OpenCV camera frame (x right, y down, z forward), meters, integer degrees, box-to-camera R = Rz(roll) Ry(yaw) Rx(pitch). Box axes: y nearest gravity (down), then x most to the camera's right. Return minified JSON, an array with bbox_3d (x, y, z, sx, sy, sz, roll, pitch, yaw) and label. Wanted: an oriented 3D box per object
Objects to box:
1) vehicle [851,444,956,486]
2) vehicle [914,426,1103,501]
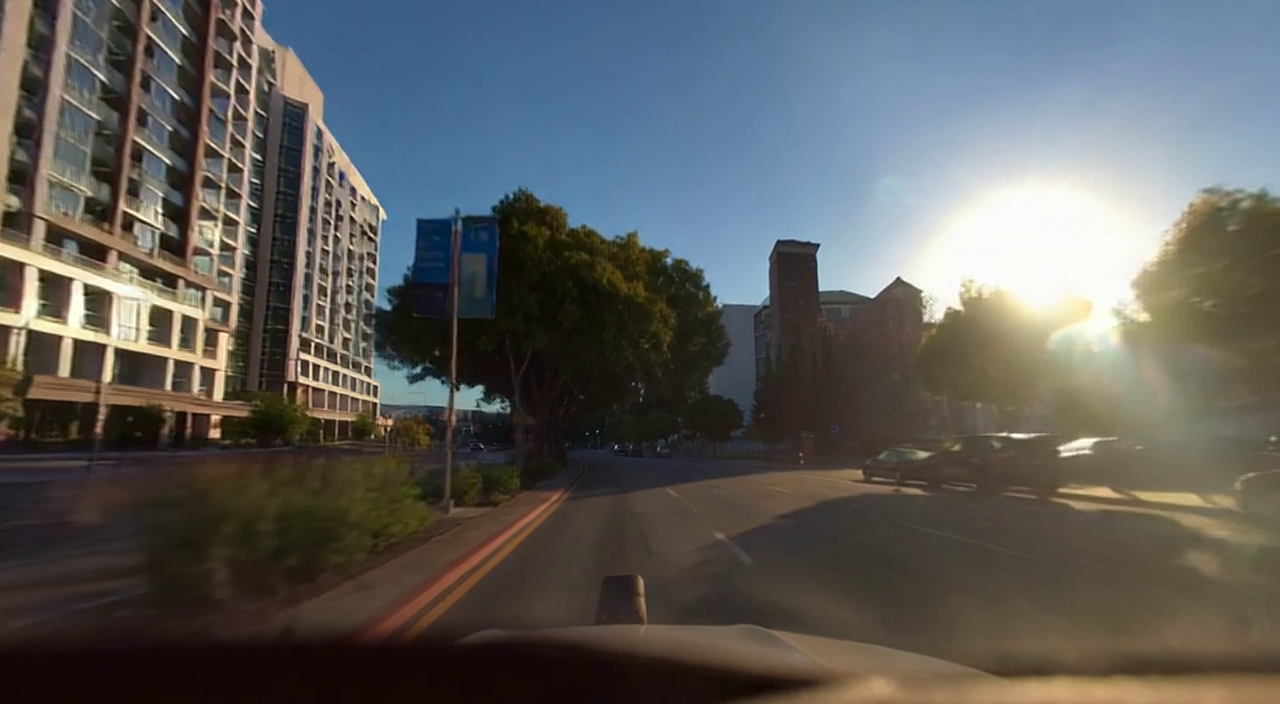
[{"bbox_3d":[10.099,4.332,24.641,1.891,1.460,4.514,0,-9,-4],"label":"vehicle"},{"bbox_3d":[10.322,3.167,18.392,2.211,1.831,5.275,0,-9,-1],"label":"vehicle"}]
